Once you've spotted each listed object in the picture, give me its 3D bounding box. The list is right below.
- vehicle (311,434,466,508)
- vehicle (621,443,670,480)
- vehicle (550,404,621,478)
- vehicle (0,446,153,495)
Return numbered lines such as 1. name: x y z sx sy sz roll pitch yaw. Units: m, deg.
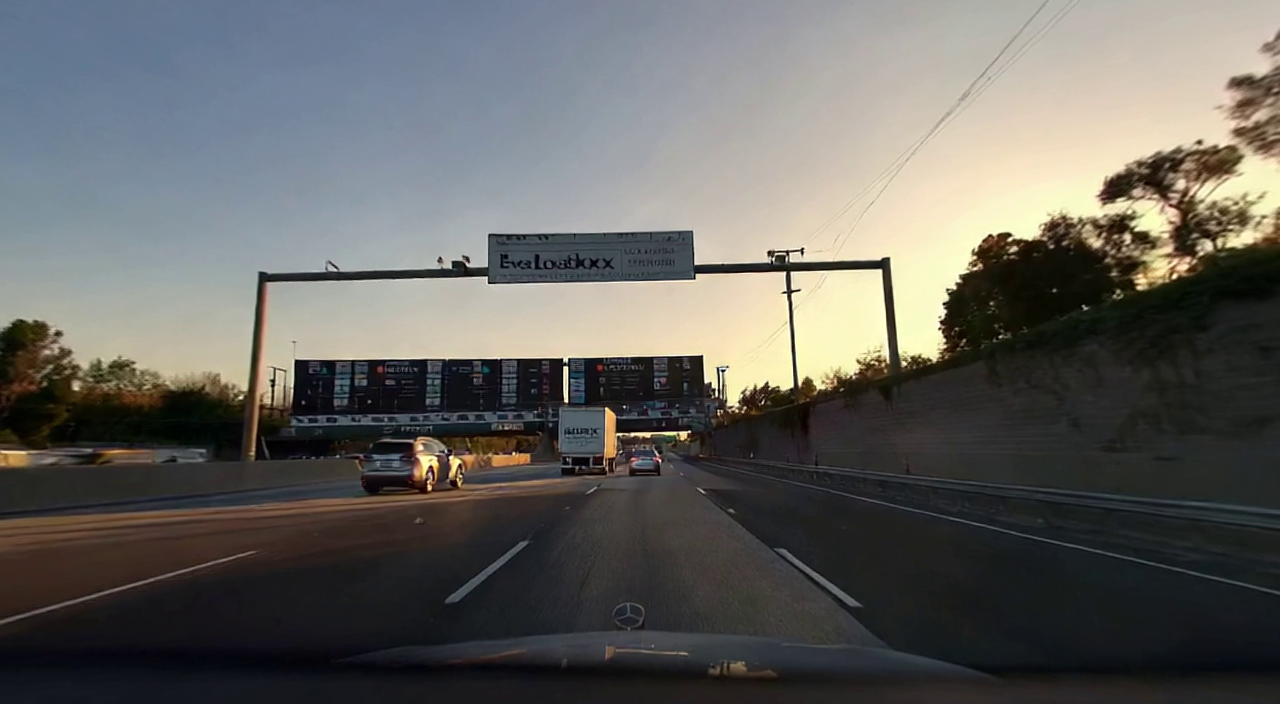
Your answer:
1. vehicle: -6.380 3.073 16.687 2.124 1.674 4.541 0 -9 1
2. vehicle: 0.256 5.151 29.855 2.168 1.597 3.615 0 -9 1
3. vehicle: -2.713 4.874 34.064 2.794 3.460 8.595 0 -9 2
4. vehicle: -19.258 3.936 21.359 1.893 1.454 4.479 0 -9 0
